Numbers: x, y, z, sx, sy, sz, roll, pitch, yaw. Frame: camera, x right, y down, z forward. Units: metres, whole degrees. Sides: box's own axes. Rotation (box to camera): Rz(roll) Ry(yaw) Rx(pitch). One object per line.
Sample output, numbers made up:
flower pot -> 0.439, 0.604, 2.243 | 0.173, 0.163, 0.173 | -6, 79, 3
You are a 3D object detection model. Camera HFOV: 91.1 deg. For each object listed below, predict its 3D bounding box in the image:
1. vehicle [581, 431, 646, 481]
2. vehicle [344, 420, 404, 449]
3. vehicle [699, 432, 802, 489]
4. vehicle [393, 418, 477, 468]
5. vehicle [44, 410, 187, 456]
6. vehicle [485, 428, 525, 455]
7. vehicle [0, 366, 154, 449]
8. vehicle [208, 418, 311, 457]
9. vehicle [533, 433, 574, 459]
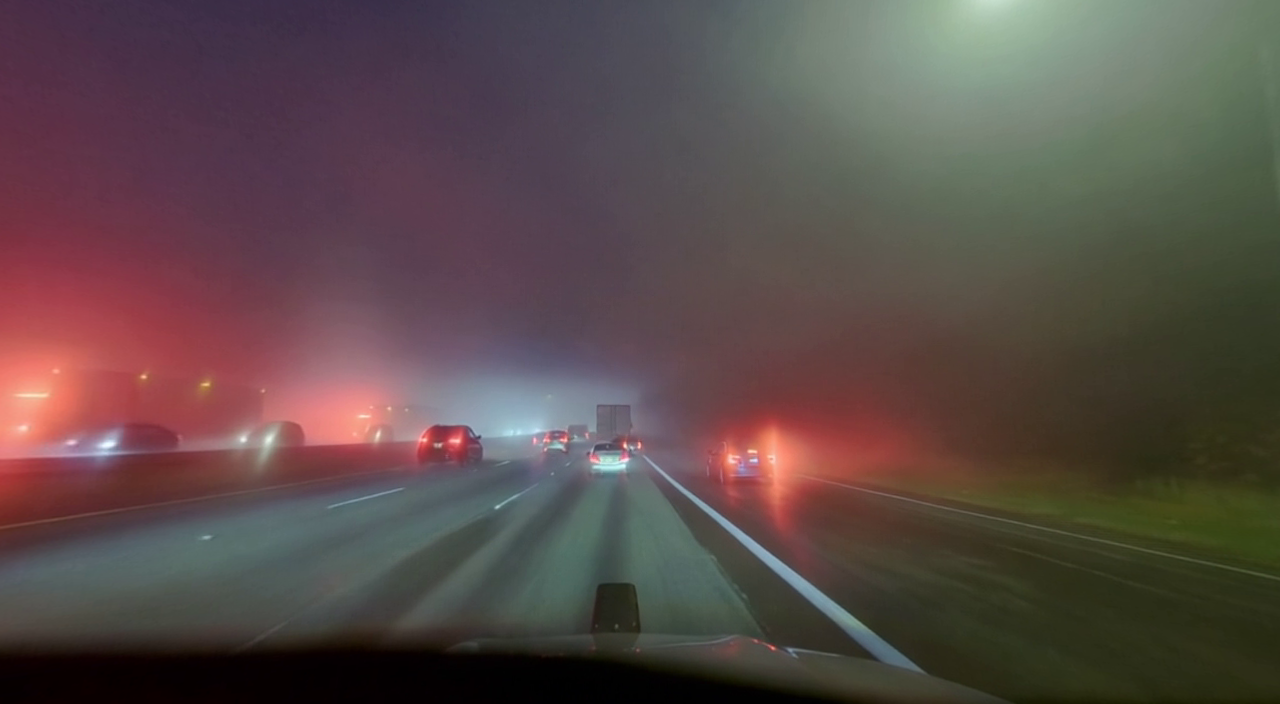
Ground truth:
vehicle -> -0.882, 3.398, 20.890 | 1.980, 1.478, 3.758 | 0, -8, -2
vehicle -> -16.197, 5.068, 38.502 | 1.993, 1.617, 4.277 | 0, -8, -3
vehicle -> 3.135, 3.159, 18.830 | 1.981, 1.474, 4.396 | 0, -8, -4
vehicle -> -8.719, 3.906, 27.194 | 2.158, 1.943, 4.662 | 0, -8, -2
vehicle -> -19.496, 3.063, 23.648 | 1.831, 1.575, 4.218 | 0, -8, -3
vehicle -> -9.482, 6.308, 44.468 | 1.992, 1.838, 4.493 | 0, -8, -2
vehicle -> -28.410, 2.944, 32.006 | 2.908, 3.868, 5.411 | 0, -8, -3
vehicle -> -15.830, 3.584, 26.411 | 1.903, 1.506, 3.980 | 0, -8, -2
vehicle -> -5.275, 5.781, 38.759 | 2.046, 1.493, 4.384 | 0, -8, -2
